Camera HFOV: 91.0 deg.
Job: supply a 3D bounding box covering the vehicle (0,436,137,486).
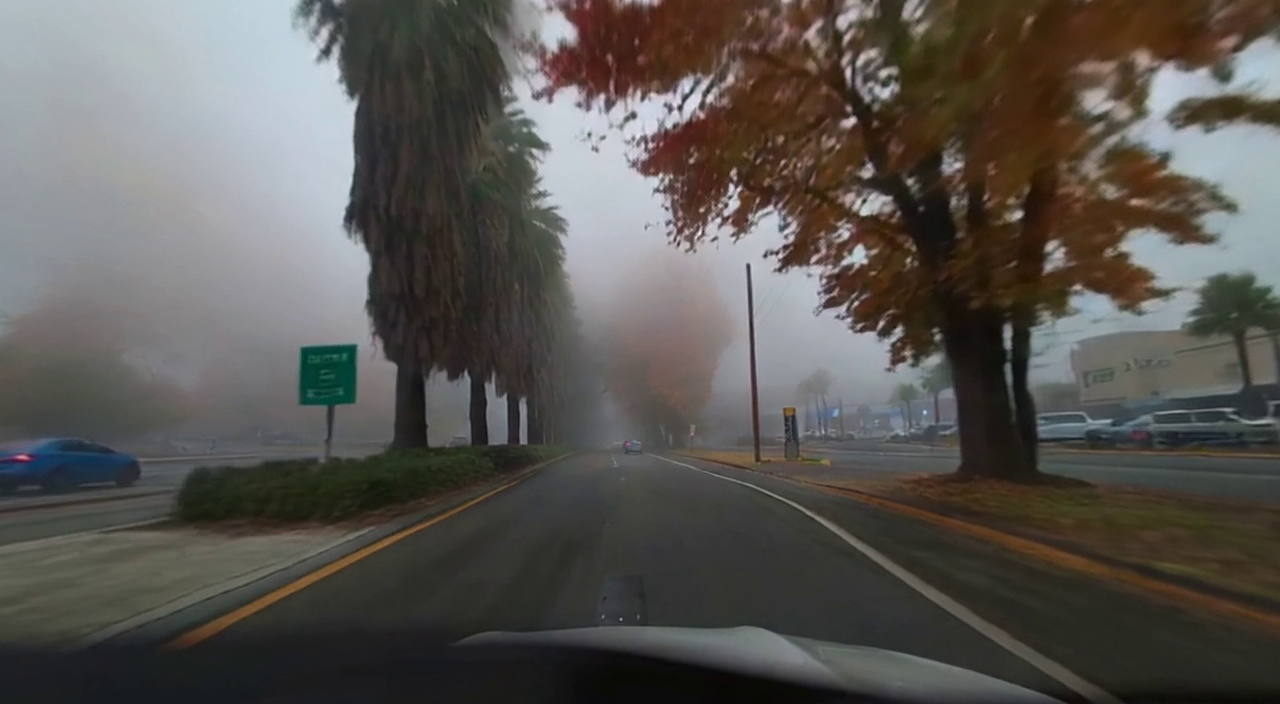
[{"bbox_3d":[-21.515,3.992,23.418,1.994,1.652,4.570,1,-9,-4],"label":"vehicle"}]
